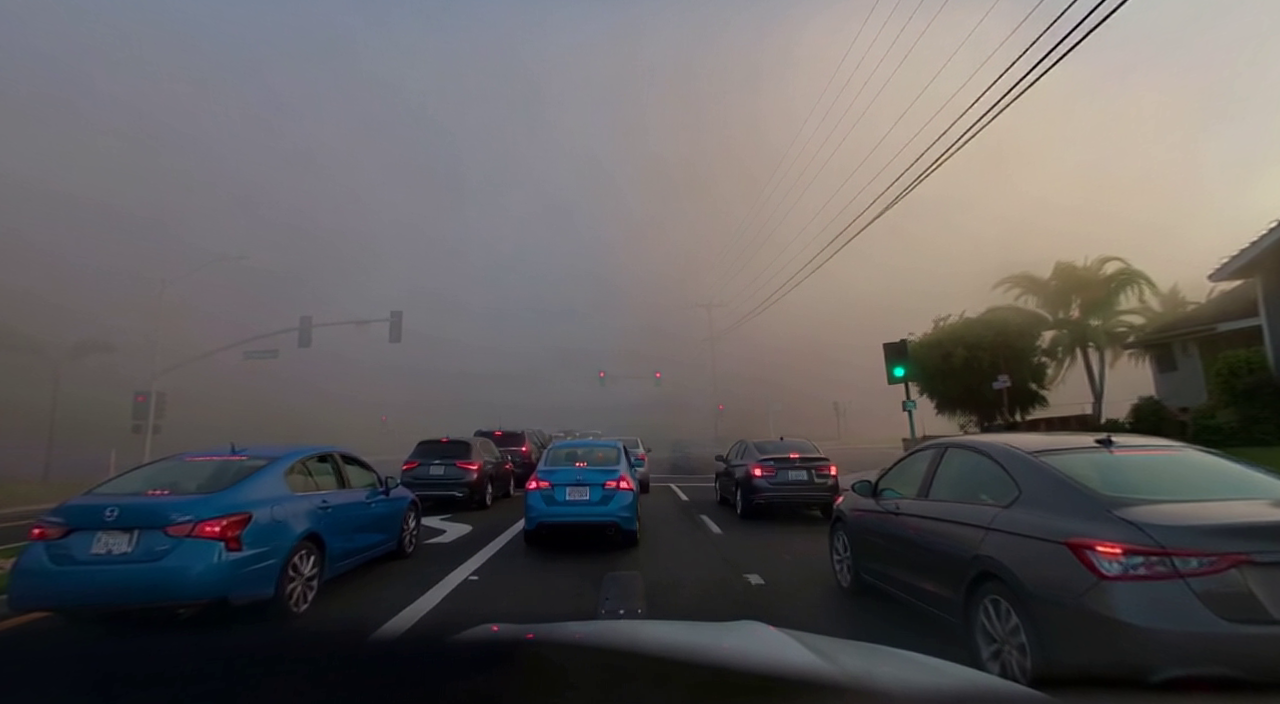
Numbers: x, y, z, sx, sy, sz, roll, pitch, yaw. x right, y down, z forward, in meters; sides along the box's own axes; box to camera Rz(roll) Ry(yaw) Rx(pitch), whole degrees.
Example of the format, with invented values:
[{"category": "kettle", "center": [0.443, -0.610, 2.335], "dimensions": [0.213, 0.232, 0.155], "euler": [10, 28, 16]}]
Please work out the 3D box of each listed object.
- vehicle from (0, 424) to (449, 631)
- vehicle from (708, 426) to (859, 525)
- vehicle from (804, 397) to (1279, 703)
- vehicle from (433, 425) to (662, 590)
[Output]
[{"category": "vehicle", "center": [-3.698, 1.605, 6.905], "dimensions": [2.058, 1.474, 4.473], "euler": [0, -8, -3]}, {"category": "vehicle", "center": [2.603, 2.360, 12.596], "dimensions": [1.956, 1.615, 4.205], "euler": [0, -9, -1]}, {"category": "vehicle", "center": [2.768, 1.211, 4.381], "dimensions": [2.014, 1.464, 4.312], "euler": [0, -8, -1]}, {"category": "vehicle", "center": [-0.923, 1.719, 7.821], "dimensions": [2.104, 1.500, 3.815], "euler": [0, -8, -2]}]
